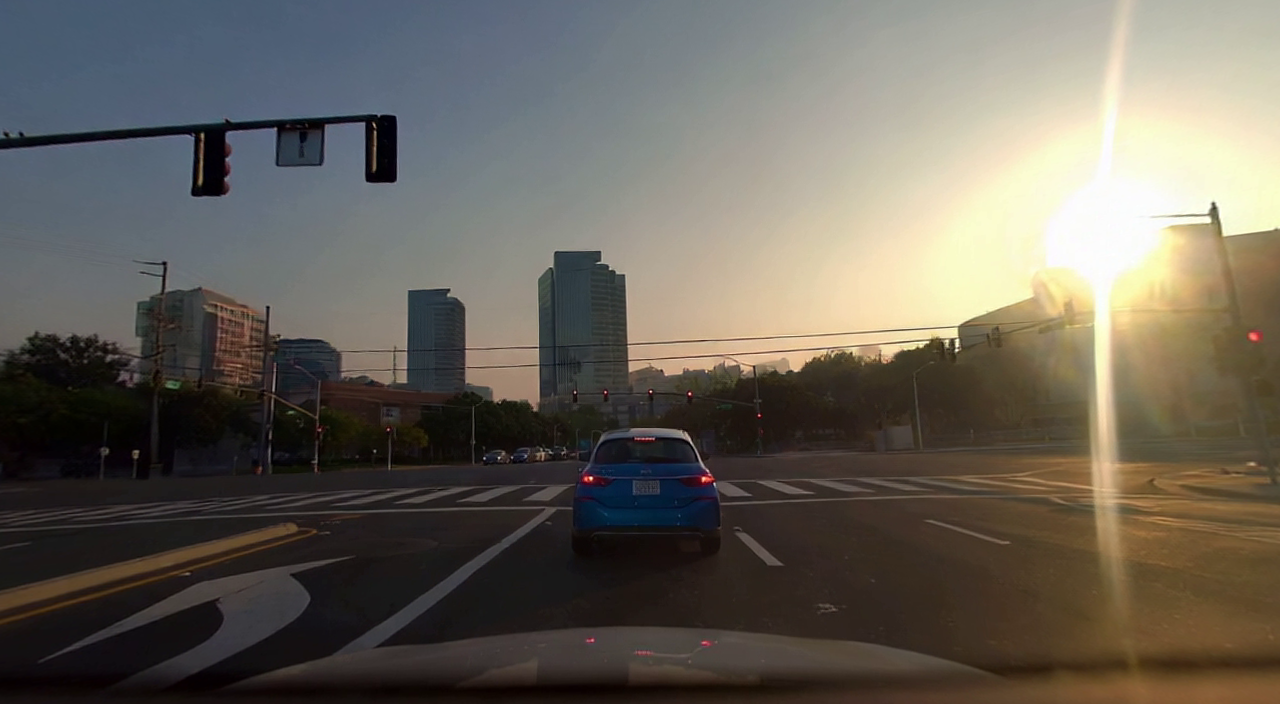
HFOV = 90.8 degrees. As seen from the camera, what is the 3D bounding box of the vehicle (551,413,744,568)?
[{"bbox_3d":[0.044,1.755,8.712,2.027,1.626,3.942,0,-8,-1],"label":"vehicle"}]
